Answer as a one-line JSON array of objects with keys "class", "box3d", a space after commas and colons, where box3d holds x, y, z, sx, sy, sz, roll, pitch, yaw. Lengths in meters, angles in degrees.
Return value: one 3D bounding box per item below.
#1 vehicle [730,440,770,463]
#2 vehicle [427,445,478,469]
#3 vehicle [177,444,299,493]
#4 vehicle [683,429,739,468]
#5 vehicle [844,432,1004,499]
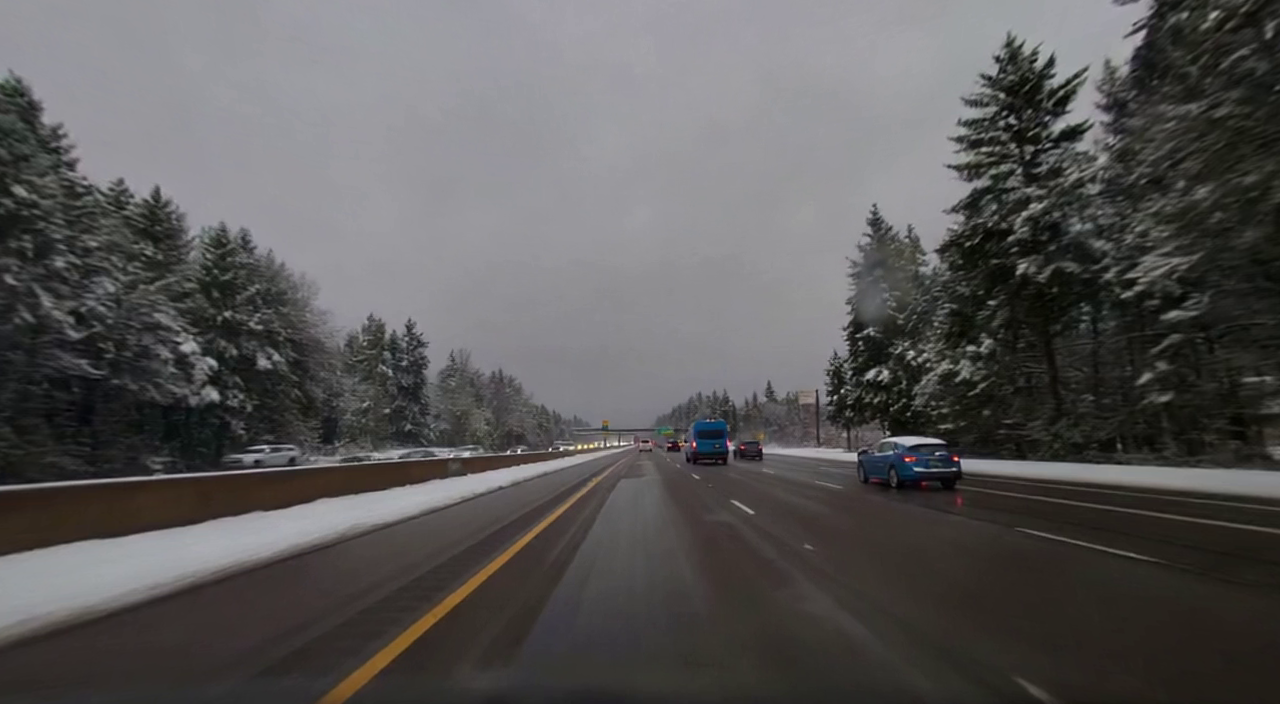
[{"class": "vehicle", "box3d": [7.680, 6.971, 44.161, 2.099, 1.510, 3.784, 0, -8, -1]}, {"class": "vehicle", "box3d": [-13.588, 7.635, 45.811, 2.213, 1.636, 4.641, -1, -8, 1]}, {"class": "vehicle", "box3d": [-18.529, 5.354, 29.319, 2.390, 1.916, 5.057, -4, -8, 0]}, {"class": "vehicle", "box3d": [4.129, 5.725, 37.427, 2.546, 2.087, 5.404, 0, -8, -2]}, {"class": "vehicle", "box3d": [7.335, 2.975, 16.942, 2.003, 1.517, 4.936, 0, -8, 0]}]
